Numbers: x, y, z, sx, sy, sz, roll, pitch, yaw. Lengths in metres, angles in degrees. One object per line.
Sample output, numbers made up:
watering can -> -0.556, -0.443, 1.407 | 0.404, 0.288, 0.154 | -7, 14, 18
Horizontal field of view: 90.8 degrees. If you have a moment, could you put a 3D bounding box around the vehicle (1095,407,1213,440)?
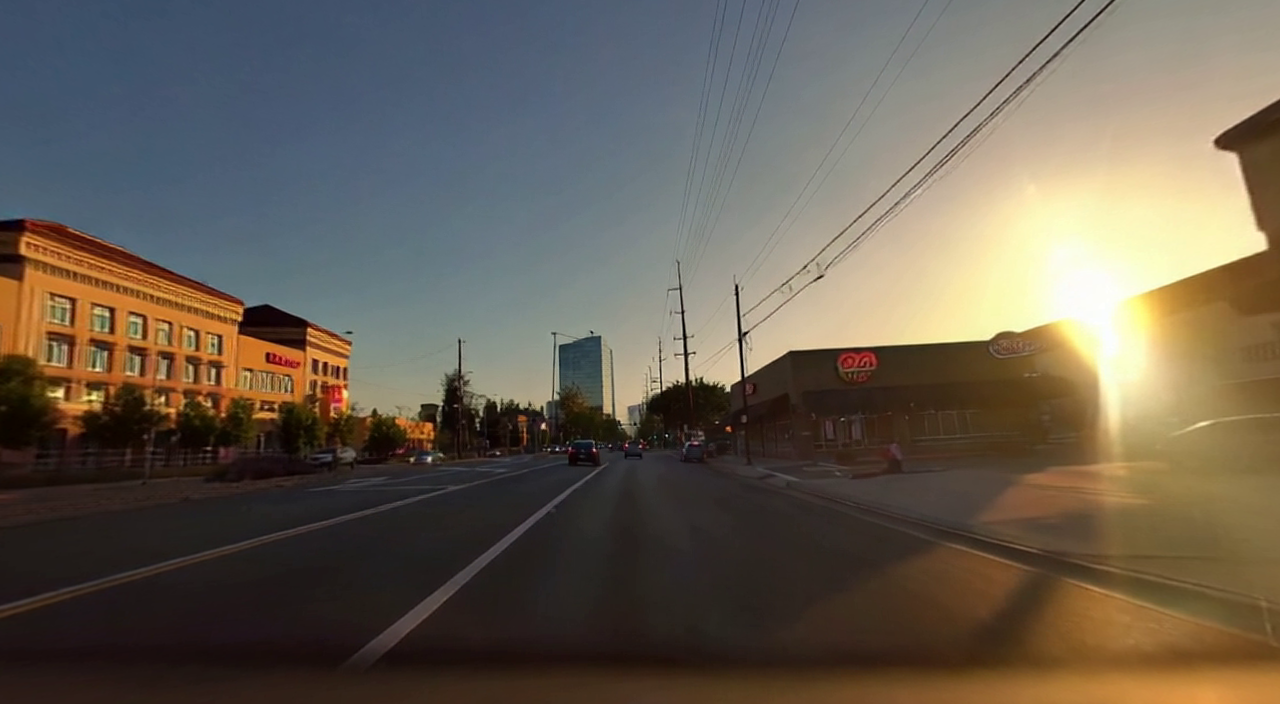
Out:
vehicle -> 33.570, 4.782, 41.479 | 2.071, 1.958, 5.485 | 4, -10, -27

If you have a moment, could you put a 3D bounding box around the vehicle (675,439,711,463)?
vehicle -> 3.492, 6.701, 42.737 | 1.922, 1.507, 4.824 | 0, -9, -1

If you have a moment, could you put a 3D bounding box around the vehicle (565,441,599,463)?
vehicle -> -4.292, 7.537, 47.721 | 2.179, 1.490, 4.742 | 0, -9, -1

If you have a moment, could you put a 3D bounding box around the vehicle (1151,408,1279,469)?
vehicle -> 16.347, 2.222, 16.152 | 2.150, 1.463, 4.524 | 5, -10, -33
